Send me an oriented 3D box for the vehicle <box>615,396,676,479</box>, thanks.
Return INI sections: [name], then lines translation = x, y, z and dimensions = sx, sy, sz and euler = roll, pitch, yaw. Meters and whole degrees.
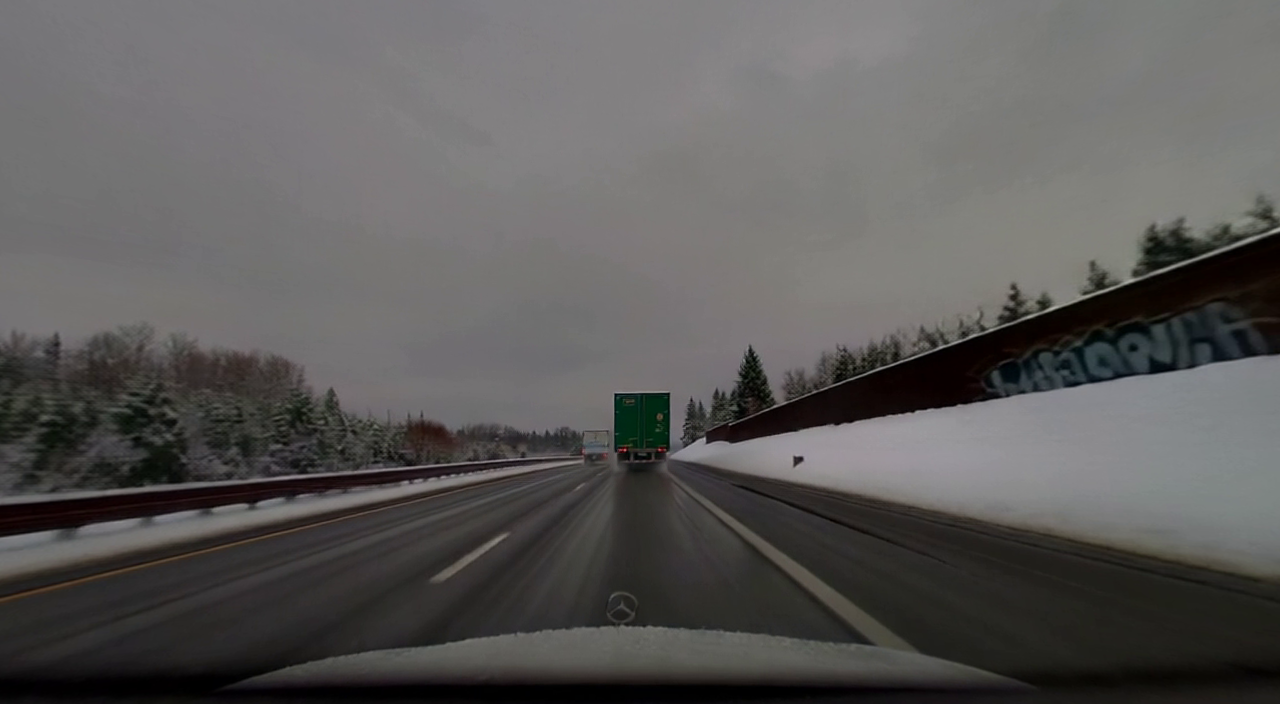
[vehicle]
translation = 0.135, 4.902, 35.527
dimensions = 2.900, 3.955, 10.151
euler = 0, -9, -1
